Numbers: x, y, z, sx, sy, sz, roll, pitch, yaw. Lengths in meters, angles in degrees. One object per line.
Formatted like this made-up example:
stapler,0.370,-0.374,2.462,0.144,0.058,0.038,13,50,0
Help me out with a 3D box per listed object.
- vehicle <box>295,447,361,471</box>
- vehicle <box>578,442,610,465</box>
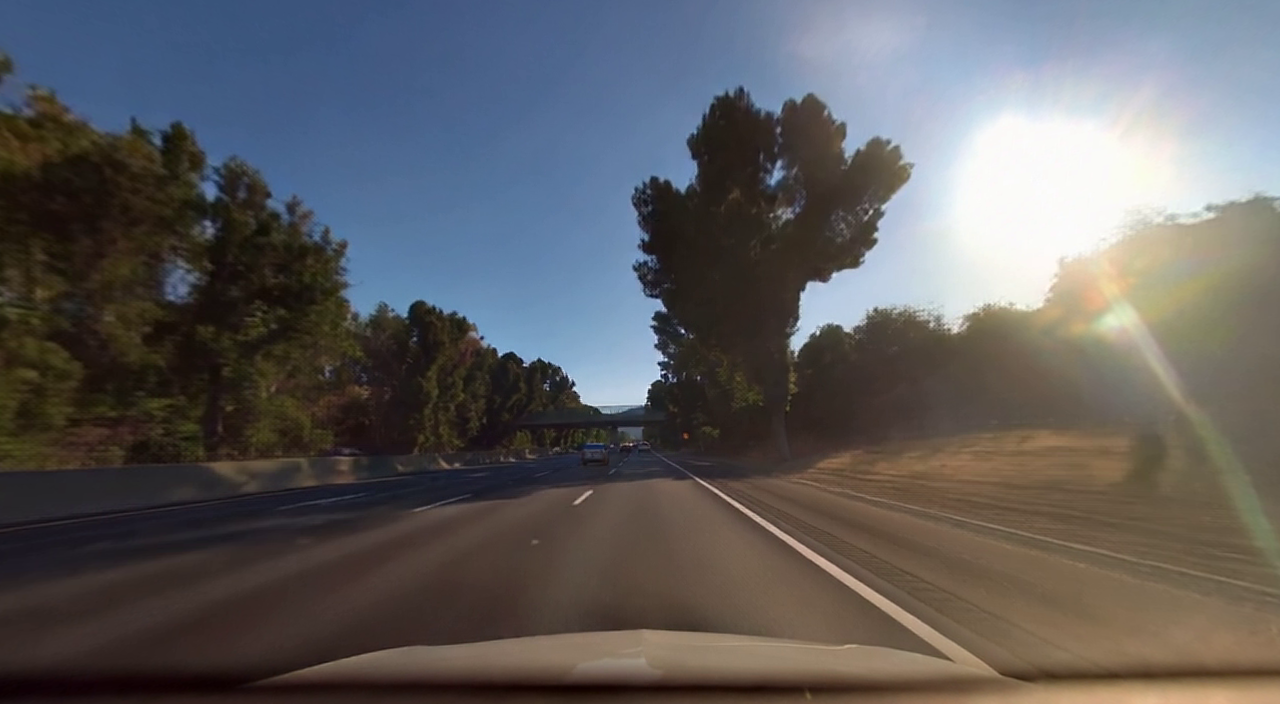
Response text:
vehicle,-21.214,7.278,43.130,2.022,1.472,4.629,0,-8,2
vehicle,-3.303,7.397,46.185,1.993,1.589,3.898,0,-8,0
